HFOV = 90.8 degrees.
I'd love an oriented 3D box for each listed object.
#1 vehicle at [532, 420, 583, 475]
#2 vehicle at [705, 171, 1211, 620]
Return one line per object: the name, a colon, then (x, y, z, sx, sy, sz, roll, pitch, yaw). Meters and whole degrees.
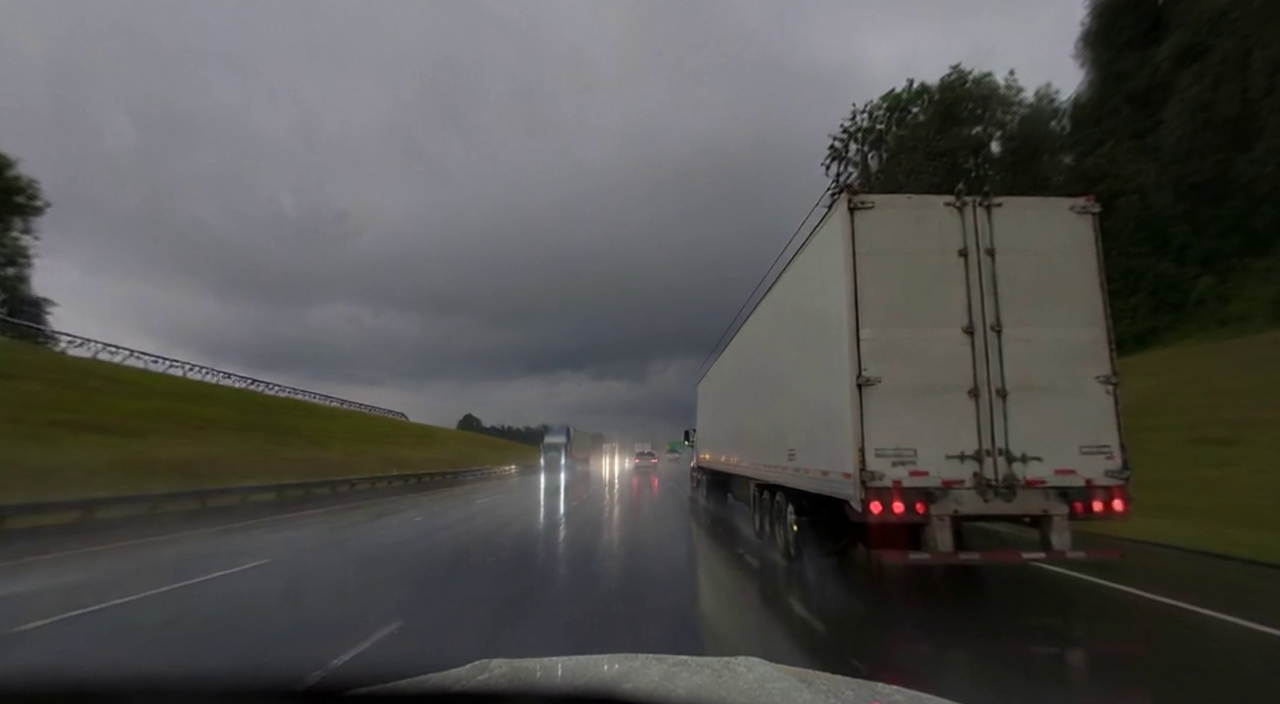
vehicle: (-6.226, 7.338, 48.525, 3.004, 3.974, 5.891, 0, -9, 1)
vehicle: (3.474, 1.362, 12.644, 2.845, 4.071, 14.008, 0, -9, 0)
